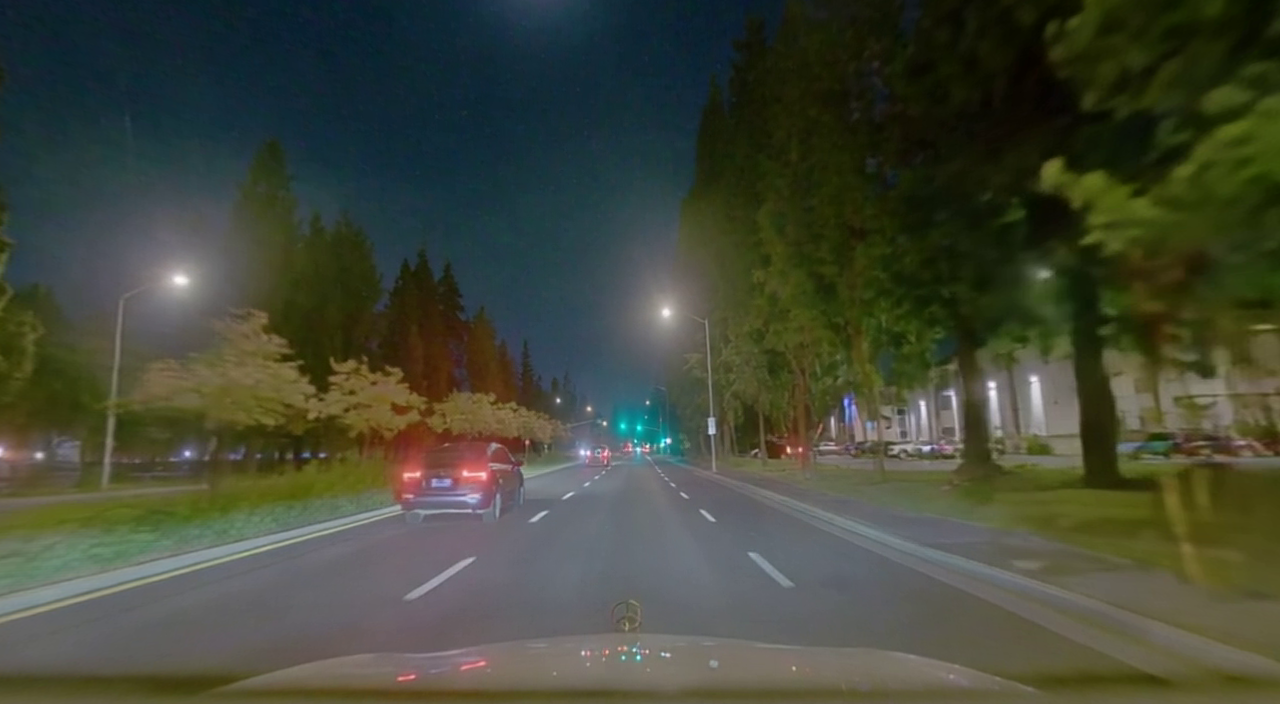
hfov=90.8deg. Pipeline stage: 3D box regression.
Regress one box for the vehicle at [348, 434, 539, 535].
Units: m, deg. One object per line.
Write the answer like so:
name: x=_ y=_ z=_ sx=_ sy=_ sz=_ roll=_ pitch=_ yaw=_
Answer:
vehicle: x=-3.358 y=2.373 z=12.017 sx=2.011 sy=1.498 sz=4.914 roll=0 pitch=-9 yaw=1

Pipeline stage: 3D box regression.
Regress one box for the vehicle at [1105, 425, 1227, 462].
vehicle: x=27.187 y=4.783 z=32.927 sx=1.837 sy=1.720 sz=4.764 roll=1 pitch=-9 yaw=-7

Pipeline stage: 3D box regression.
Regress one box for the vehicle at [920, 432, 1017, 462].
vehicle: x=19.308 y=5.621 z=37.241 sx=4.465 sy=1.587 sz=2.178 roll=0 pitch=-11 yaw=-7
